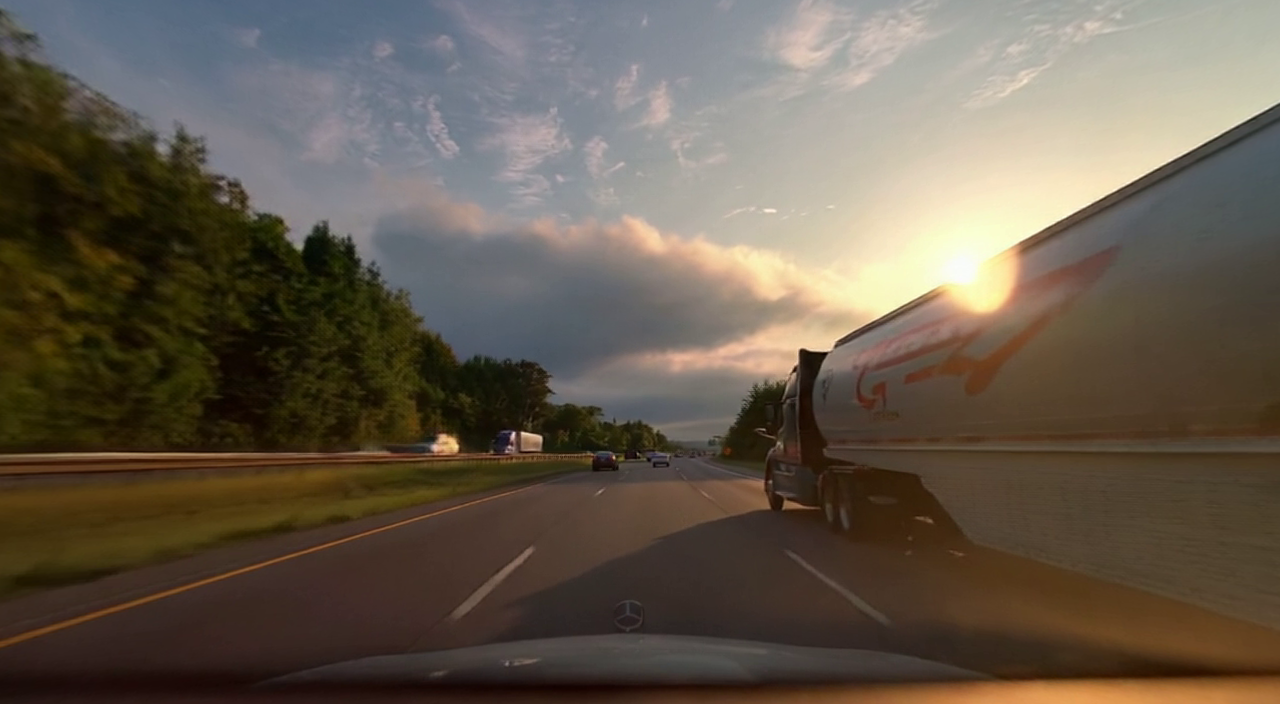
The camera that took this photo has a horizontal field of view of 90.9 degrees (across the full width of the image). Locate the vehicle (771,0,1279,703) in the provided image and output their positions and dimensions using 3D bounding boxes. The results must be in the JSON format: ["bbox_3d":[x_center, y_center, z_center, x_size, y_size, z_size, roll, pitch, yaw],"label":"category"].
[{"bbox_3d":[4.114,0.099,4.744,3.057,3.993,13.914,0,-9,-1],"label":"vehicle"}]

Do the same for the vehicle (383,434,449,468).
[{"bbox_3d":[-15.246,6.790,43.290,2.484,2.197,5.115,0,-9,2],"label":"vehicle"}]

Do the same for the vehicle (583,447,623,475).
[{"bbox_3d":[-2.416,7.359,42.741,2.205,1.728,4.397,-1,-9,3],"label":"vehicle"}]

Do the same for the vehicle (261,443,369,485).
[{"bbox_3d":[-12.218,4.219,24.034,1.839,1.441,4.132,0,-9,1],"label":"vehicle"}]
